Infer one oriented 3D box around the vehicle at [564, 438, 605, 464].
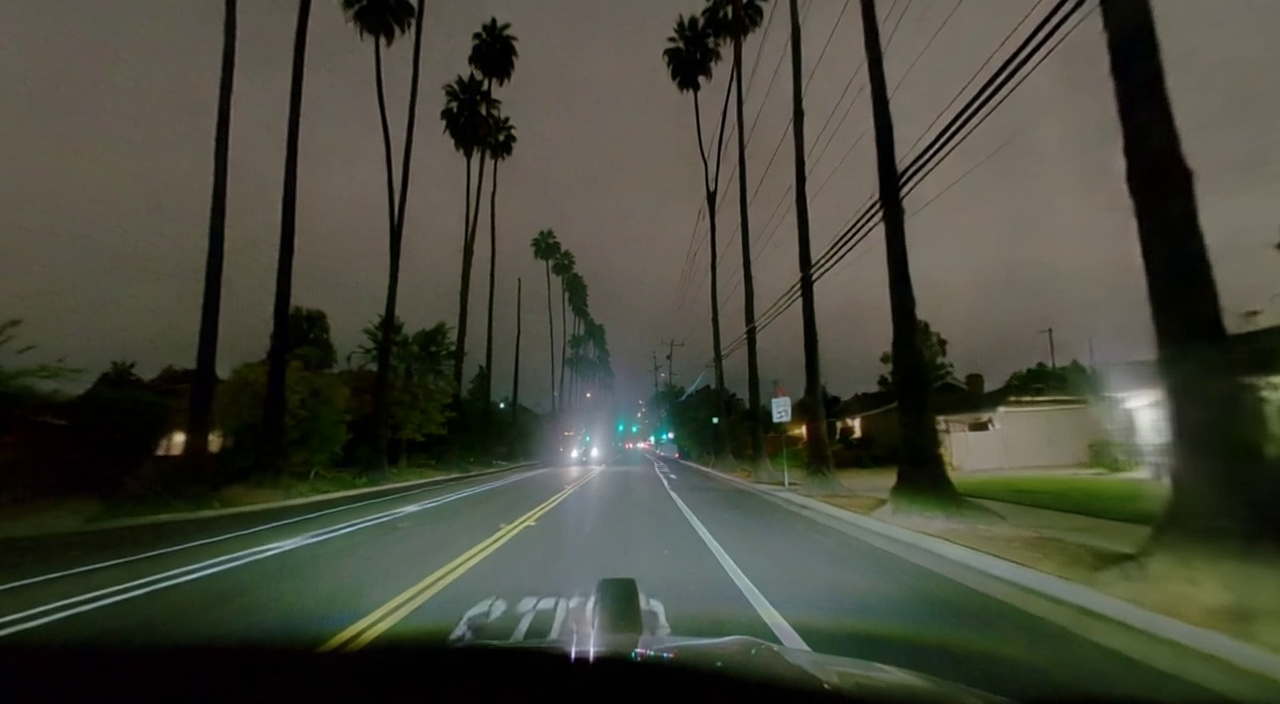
[{"bbox_3d":[-3.844,6.913,44.452,2.336,1.669,5.581,0,-8,0],"label":"vehicle"}]
